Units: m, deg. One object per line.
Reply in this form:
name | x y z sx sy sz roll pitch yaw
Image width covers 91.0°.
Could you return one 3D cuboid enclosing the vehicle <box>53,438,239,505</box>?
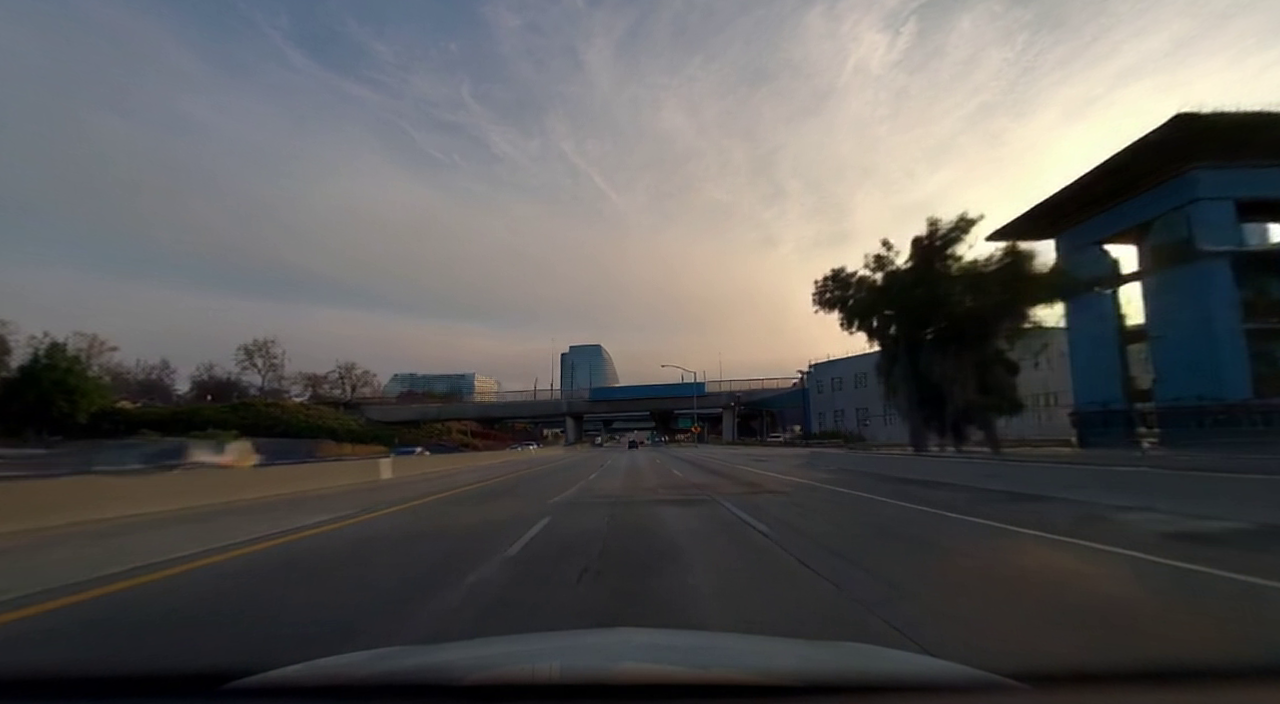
vehicle | -14.216 3.416 18.546 1.944 1.690 4.429 -1 -8 -1
